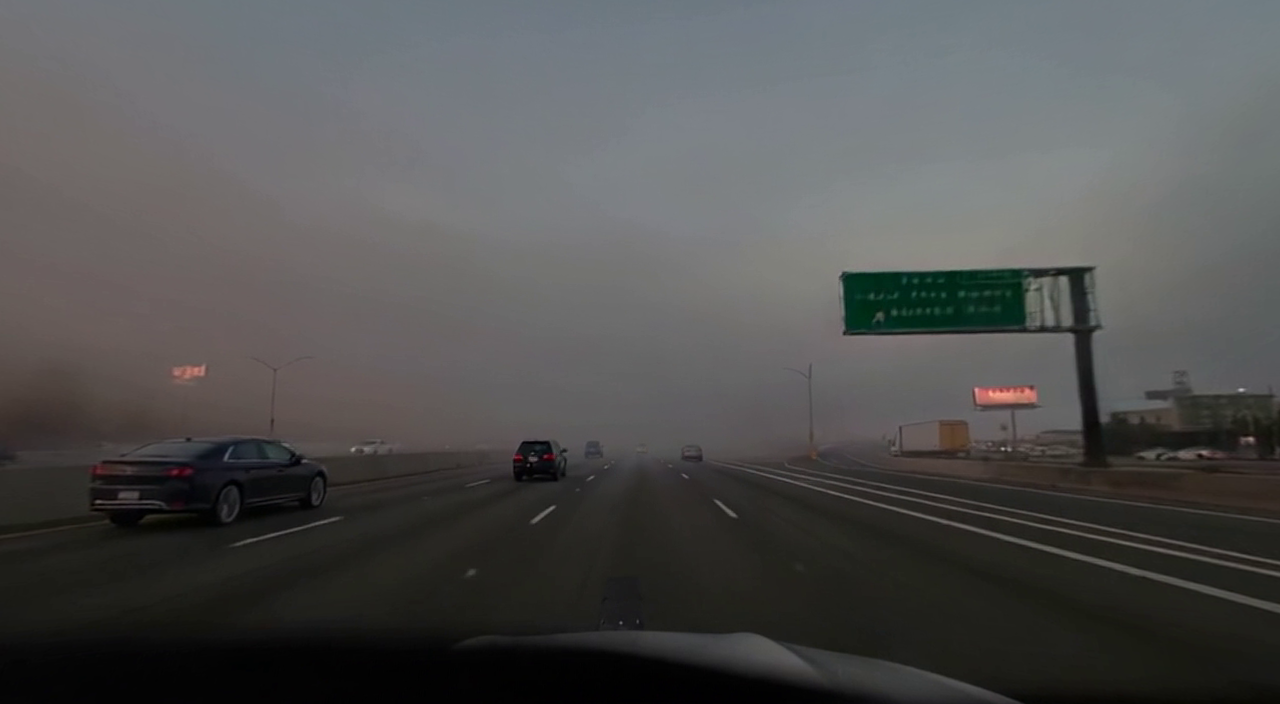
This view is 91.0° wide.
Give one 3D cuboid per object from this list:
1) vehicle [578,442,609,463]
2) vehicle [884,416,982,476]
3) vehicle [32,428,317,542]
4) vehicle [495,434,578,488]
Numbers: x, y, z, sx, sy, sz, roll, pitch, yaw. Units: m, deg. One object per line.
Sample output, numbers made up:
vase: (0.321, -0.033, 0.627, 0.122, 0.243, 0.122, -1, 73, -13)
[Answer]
vehicle: (-3.449, 7.517, 47.313, 1.960, 1.494, 4.123, 1, -9, 1)
vehicle: (19.166, 6.258, 41.968, 2.958, 3.538, 8.761, 0, -9, 5)
vehicle: (-7.267, 2.082, 10.408, 1.865, 1.518, 3.620, 1, -9, 1)
vehicle: (-3.324, 3.607, 21.119, 2.001, 1.577, 4.055, 1, -9, 1)
